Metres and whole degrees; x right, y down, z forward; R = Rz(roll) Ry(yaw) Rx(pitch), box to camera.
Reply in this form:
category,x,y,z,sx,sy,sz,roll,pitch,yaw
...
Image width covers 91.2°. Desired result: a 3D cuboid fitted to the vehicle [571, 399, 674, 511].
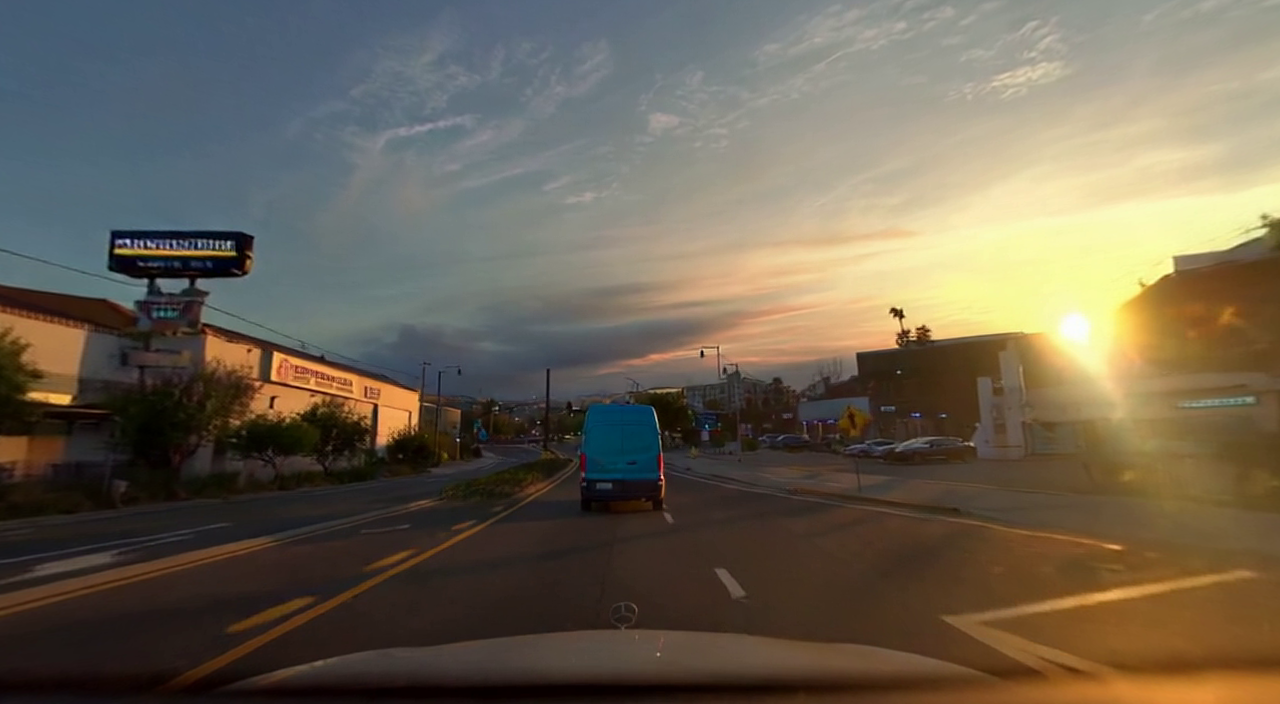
category,x,y,z,sx,sy,sz,roll,pitch,yaw
vehicle,-0.667,2.893,17.832,2.432,2.624,5.670,0,-9,-5
